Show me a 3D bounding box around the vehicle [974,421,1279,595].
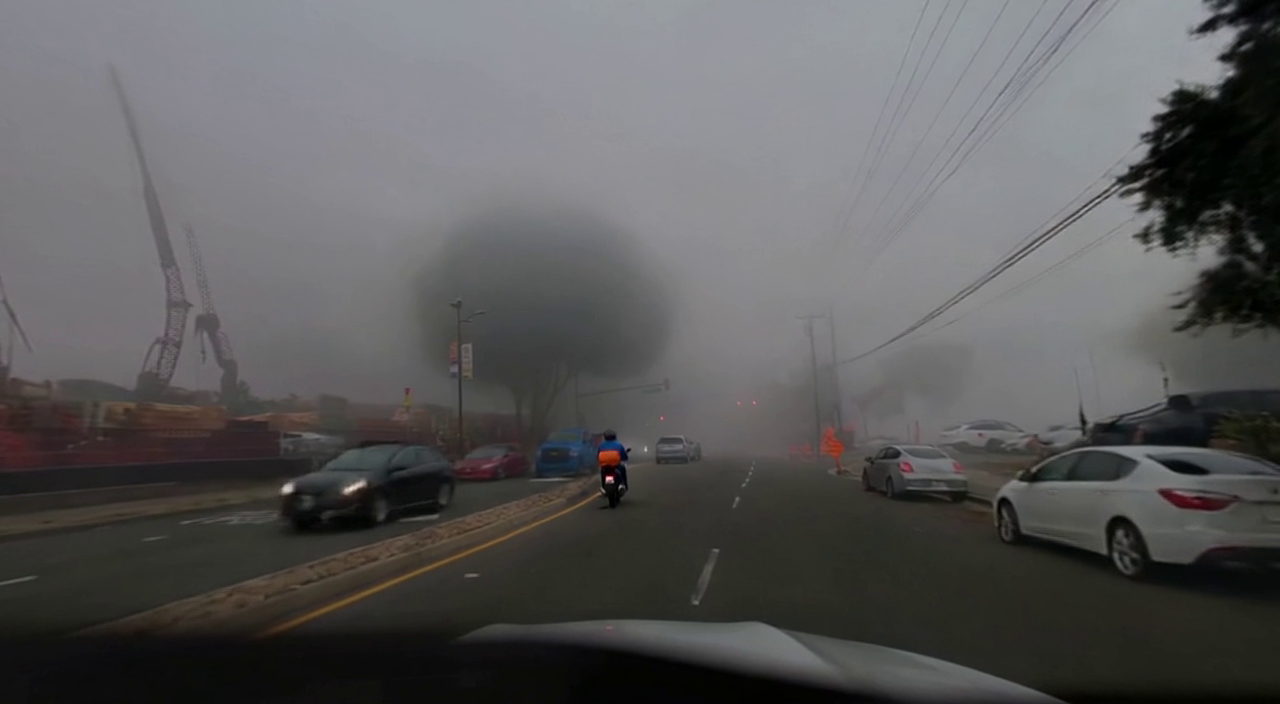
[{"bbox_3d":[5.977,1.792,7.580,1.891,1.442,4.560,-2,-13,7],"label":"vehicle"}]

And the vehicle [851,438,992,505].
[{"bbox_3d":[6.987,2.986,16.292,1.973,1.457,4.522,-1,-8,6],"label":"vehicle"}]

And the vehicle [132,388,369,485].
[{"bbox_3d":[-14.765,3.437,25.317,2.990,3.144,9.080,-1,-8,6],"label":"vehicle"}]

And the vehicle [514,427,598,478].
[{"bbox_3d":[-3.379,4.255,26.990,2.222,1.911,5.988,-1,-8,6],"label":"vehicle"}]

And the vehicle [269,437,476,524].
[{"bbox_3d":[-5.343,2.606,13.532,2.105,1.509,4.753,-1,-8,4],"label":"vehicle"}]

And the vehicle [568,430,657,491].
[{"bbox_3d":[-0.690,3.233,19.151,1.925,1.602,4.090,-2,-8,9],"label":"vehicle"}]

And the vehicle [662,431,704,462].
[{"bbox_3d":[3.027,6.409,42.945,2.295,1.929,5.498,-2,-8,9],"label":"vehicle"}]

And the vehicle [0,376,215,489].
[{"bbox_3d":[-20.860,3.033,23.768,3.283,3.441,8.669,-1,-7,4],"label":"vehicle"}]
